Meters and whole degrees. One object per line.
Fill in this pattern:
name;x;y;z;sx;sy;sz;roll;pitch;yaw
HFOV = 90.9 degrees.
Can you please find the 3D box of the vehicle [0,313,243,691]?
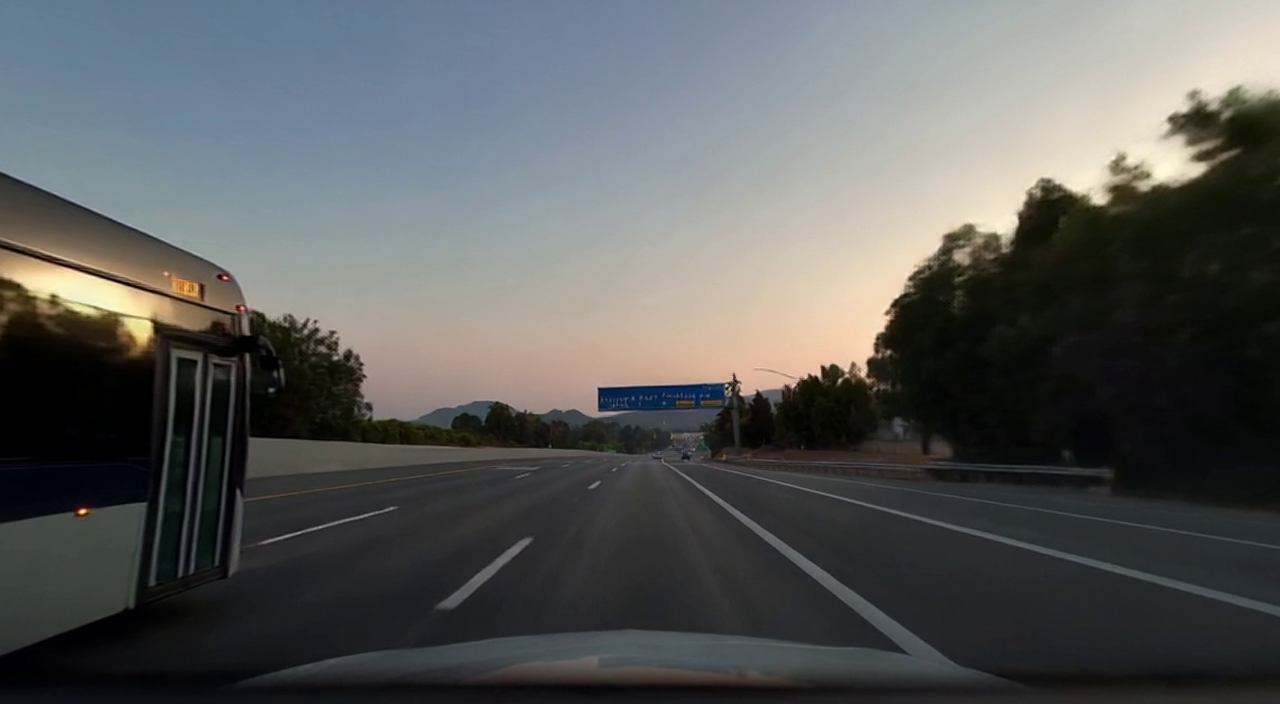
vehicle;-4.470;0.693;2.648;2.127;1.985;5.205;0;-8;1
